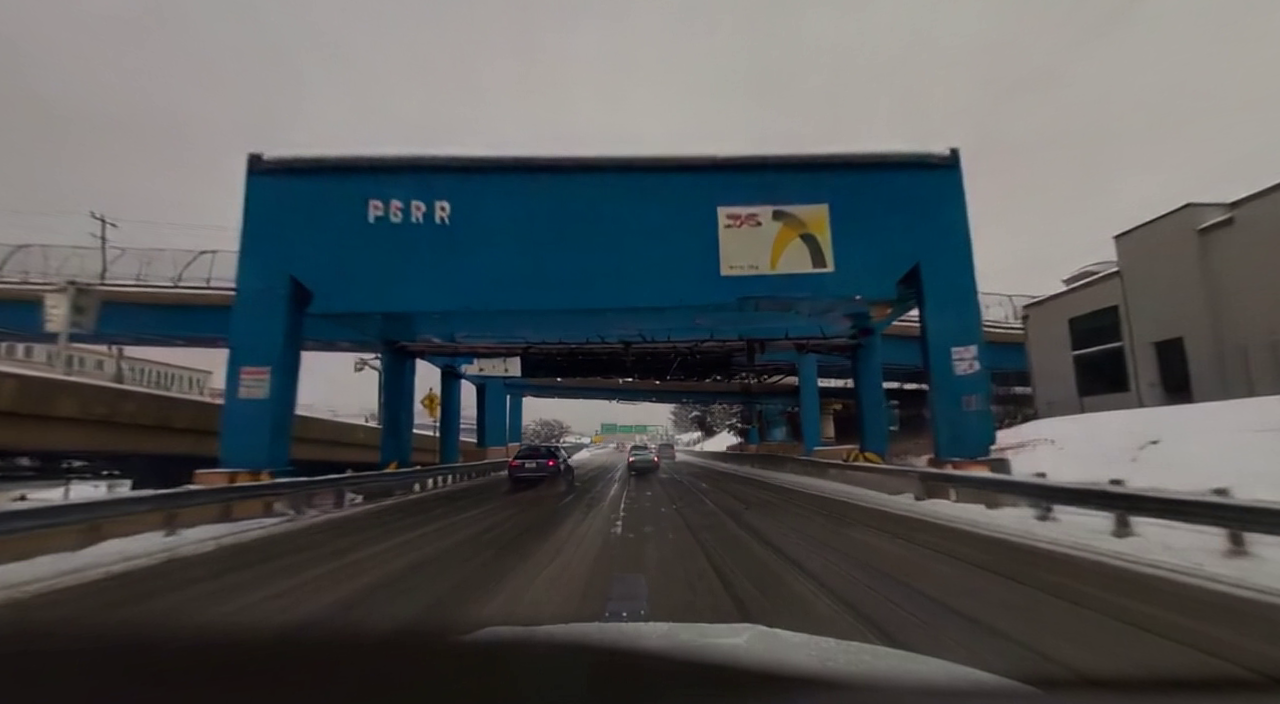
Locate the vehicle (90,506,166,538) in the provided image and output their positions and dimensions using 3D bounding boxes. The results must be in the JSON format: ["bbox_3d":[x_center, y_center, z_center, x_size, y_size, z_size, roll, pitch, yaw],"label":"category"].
[{"bbox_3d":[-34.189,11.322,42.244,1.824,1.592,4.088,0,-8,-4],"label":"vehicle"}]

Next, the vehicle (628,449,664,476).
[{"bbox_3d":[0.264,6.114,35.209,1.877,1.386,3.872,0,-8,-1],"label":"vehicle"}]

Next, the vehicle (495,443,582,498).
[{"bbox_3d":[-3.173,3.777,20.643,2.064,1.589,4.213,0,-8,1],"label":"vehicle"}]

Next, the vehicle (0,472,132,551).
[{"bbox_3d":[-37.654,9.666,38.745,2.833,3.977,12.868,0,-8,-3],"label":"vehicle"}]
